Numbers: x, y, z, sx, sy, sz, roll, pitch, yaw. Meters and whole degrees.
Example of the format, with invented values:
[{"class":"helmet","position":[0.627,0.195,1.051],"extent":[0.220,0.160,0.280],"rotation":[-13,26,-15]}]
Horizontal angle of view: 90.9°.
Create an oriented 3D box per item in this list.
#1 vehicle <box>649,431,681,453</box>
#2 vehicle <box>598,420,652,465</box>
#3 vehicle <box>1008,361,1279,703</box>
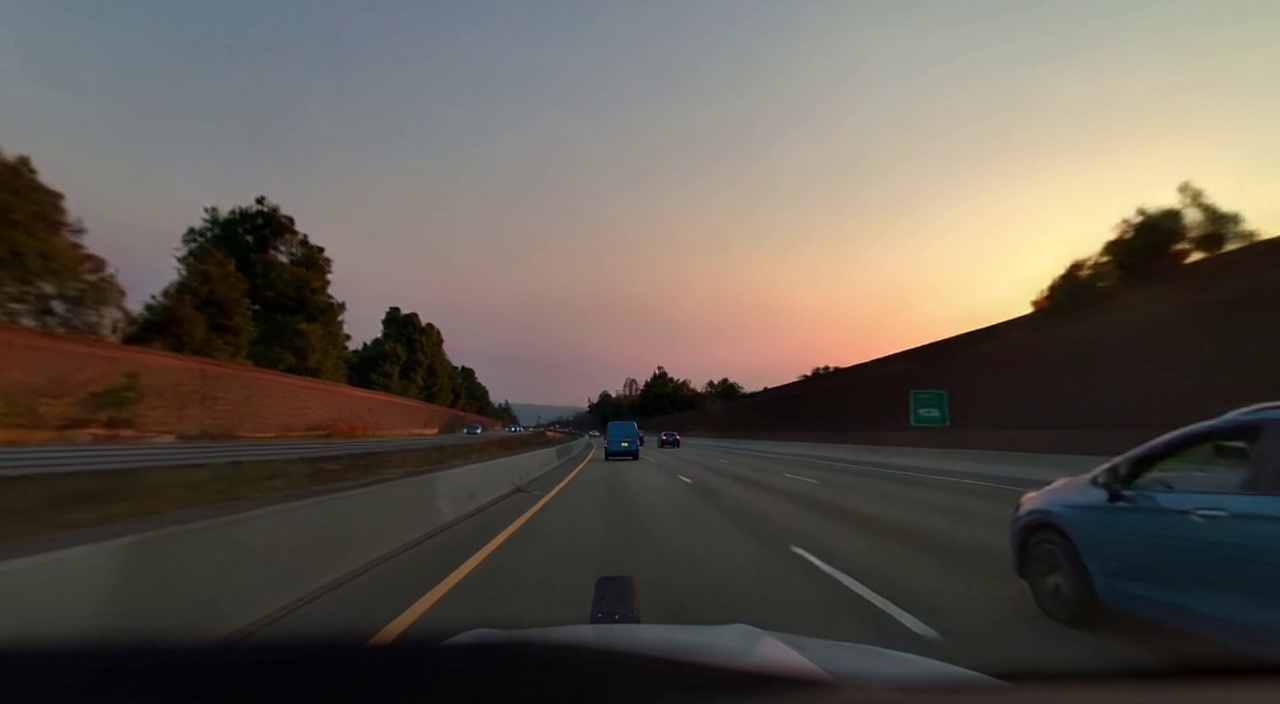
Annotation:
[{"class":"vehicle","position":[1.879,6.922,48.407],"extent":[1.996,1.589,3.715],"rotation":[0,-8,-4]},{"class":"vehicle","position":[-0.793,4.421,30.799],"extent":[2.403,1.994,4.683],"rotation":[0,-8,-3]},{"class":"vehicle","position":[3.566,0.796,2.180],"extent":[2.078,1.600,4.012],"rotation":[0,-8,-1]}]
